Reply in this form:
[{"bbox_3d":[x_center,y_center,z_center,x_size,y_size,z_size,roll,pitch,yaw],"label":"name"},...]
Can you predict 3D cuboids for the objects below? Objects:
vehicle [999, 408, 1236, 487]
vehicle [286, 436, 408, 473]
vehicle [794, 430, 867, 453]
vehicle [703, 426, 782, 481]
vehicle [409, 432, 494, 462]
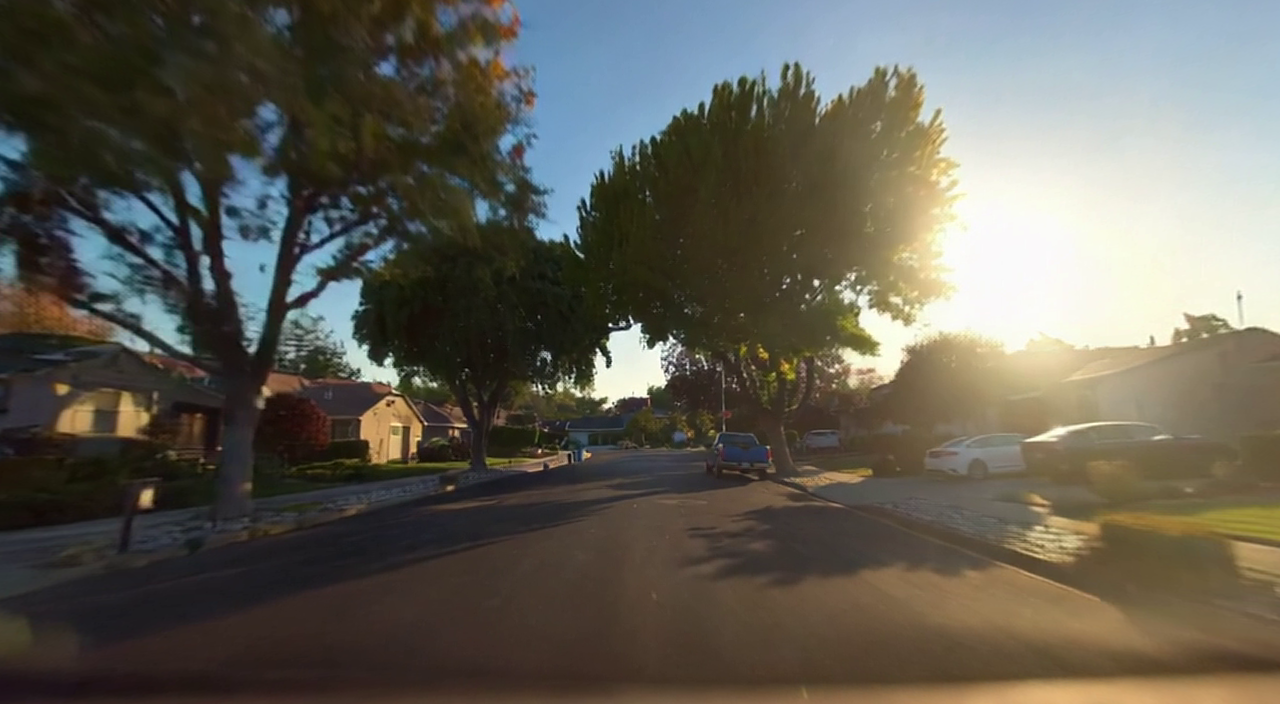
[{"bbox_3d":[11.677,2.363,15.765,4.069,1.680,2.156,-2,-7,3],"label":"vehicle"},{"bbox_3d":[-12.448,4.352,27.036,4.225,1.498,1.917,0,-8,2],"label":"vehicle"},{"bbox_3d":[13.114,6.186,43.688,4.486,1.579,1.880,-1,-8,4],"label":"vehicle"},{"bbox_3d":[4.009,4.100,25.910,2.313,1.962,6.029,0,-8,1],"label":"vehicle"},{"bbox_3d":[-12.095,6.118,40.740,4.807,1.846,2.024,0,-8,4],"label":"vehicle"}]
